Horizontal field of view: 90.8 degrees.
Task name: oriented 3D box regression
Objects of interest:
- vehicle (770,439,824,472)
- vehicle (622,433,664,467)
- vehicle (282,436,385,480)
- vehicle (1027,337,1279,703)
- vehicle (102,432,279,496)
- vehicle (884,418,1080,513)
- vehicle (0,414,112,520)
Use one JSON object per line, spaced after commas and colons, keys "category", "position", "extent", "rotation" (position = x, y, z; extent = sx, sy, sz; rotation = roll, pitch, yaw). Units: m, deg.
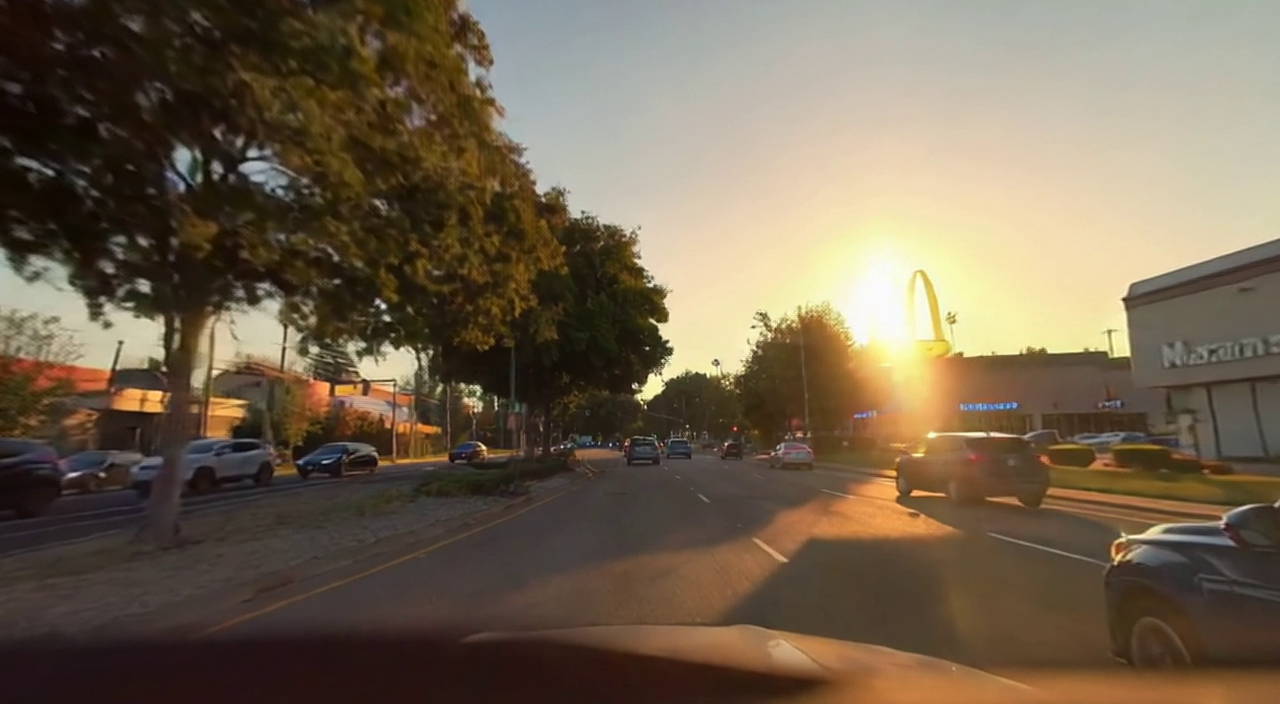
{"category": "vehicle", "position": [7.768, 5.171, 31.652], "extent": [1.879, 1.517, 4.006], "rotation": [0, -8, 3]}
{"category": "vehicle", "position": [0.182, 5.950, 38.586], "extent": [2.402, 1.938, 4.535], "rotation": [0, -8, 0]}
{"category": "vehicle", "position": [-13.993, 4.836, 29.252], "extent": [2.159, 1.836, 5.038], "rotation": [0, -8, 1]}
{"category": "vehicle", "position": [3.526, 0.711, 1.783], "extent": [2.076, 1.716, 4.416], "rotation": [0, -8, 1]}
{"category": "vehicle", "position": [-14.314, 3.582, 20.605], "extent": [2.242, 1.836, 4.811], "rotation": [0, -8, -1]}
{"category": "vehicle", "position": [7.380, 2.489, 14.277], "extent": [1.977, 1.786, 4.344], "rotation": [0, -8, 0]}
{"category": "vehicle", "position": [-13.903, 2.130, 11.531], "extent": [2.762, 2.050, 6.588], "rotation": [0, -8, 1]}
